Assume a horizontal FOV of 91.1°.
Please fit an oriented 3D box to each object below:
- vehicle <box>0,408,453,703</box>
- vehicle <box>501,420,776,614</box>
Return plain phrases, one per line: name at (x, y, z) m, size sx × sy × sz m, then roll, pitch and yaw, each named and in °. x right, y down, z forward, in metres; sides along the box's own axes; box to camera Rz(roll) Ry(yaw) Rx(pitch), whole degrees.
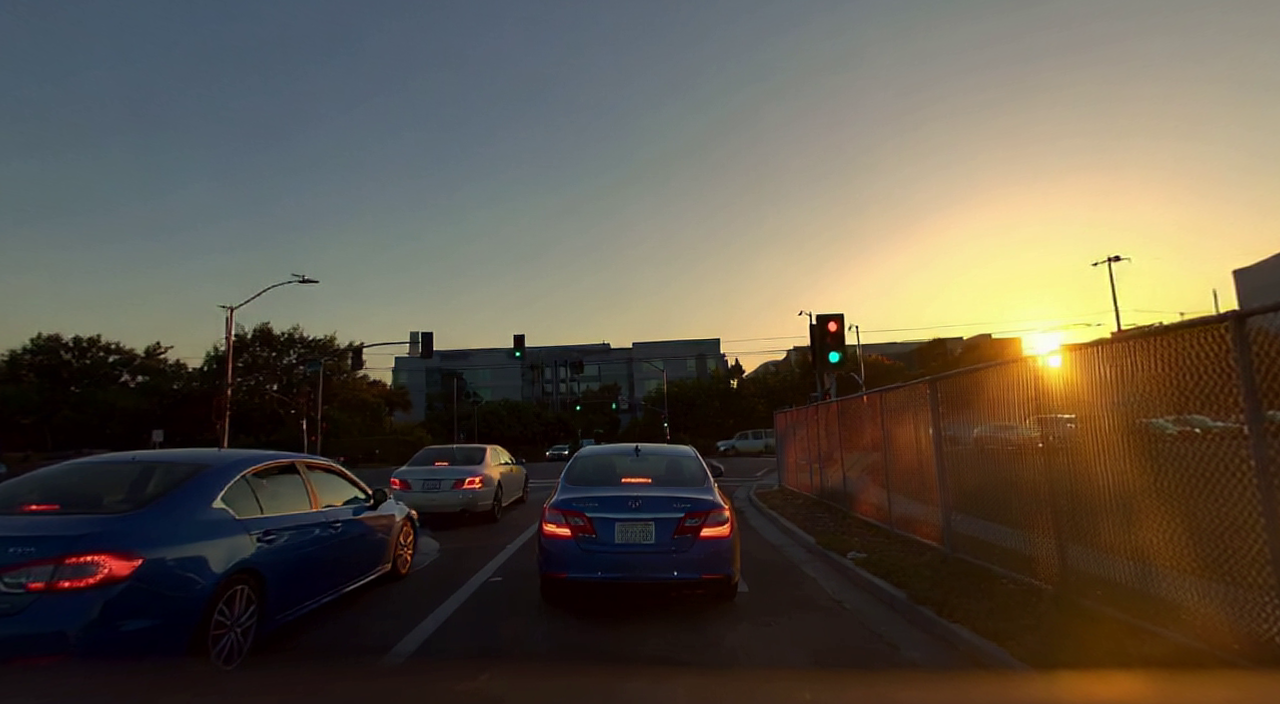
vehicle at (-3.204, 1.323, 4.893) m, size 1.971 × 1.488 × 4.581 m, roll 0°, pitch -9°, yaw 1°
vehicle at (-0.010, 1.604, 7.025) m, size 2.144 × 1.514 × 4.063 m, roll 0°, pitch -9°, yaw 0°
